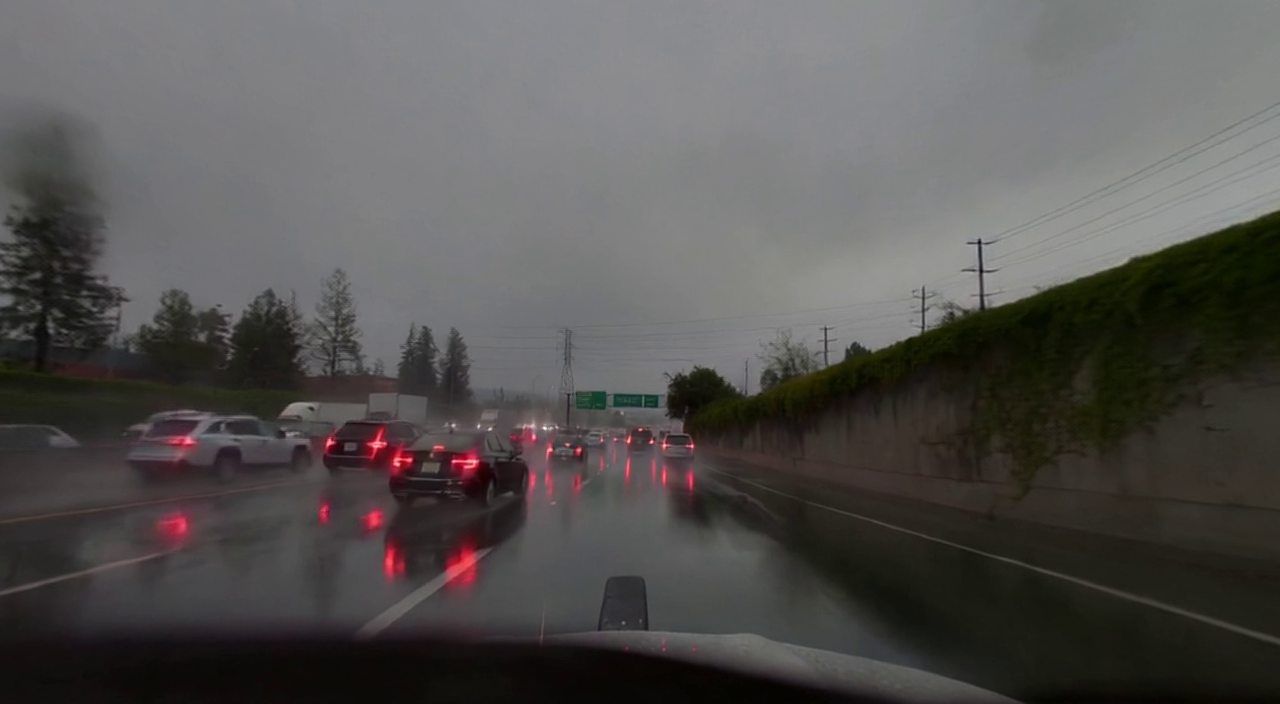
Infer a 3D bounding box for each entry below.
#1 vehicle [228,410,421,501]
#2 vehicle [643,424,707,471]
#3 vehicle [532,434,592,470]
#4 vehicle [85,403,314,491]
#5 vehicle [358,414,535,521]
[{"bbox_3d":[-7.250,2.427,15.236,2.222,1.825,4.640,0,-8,0],"label":"vehicle"},{"bbox_3d":[1.649,4.832,32.186,2.793,2.132,5.682,0,-8,-1],"label":"vehicle"},{"bbox_3d":[-3.465,4.539,28.954,2.049,1.530,4.707,0,-8,1],"label":"vehicle"},{"bbox_3d":[-10.683,2.364,15.963,2.089,1.847,4.981,0,-8,1],"label":"vehicle"},{"bbox_3d":[-3.521,2.189,12.536,2.026,1.719,4.490,0,-8,1],"label":"vehicle"}]
